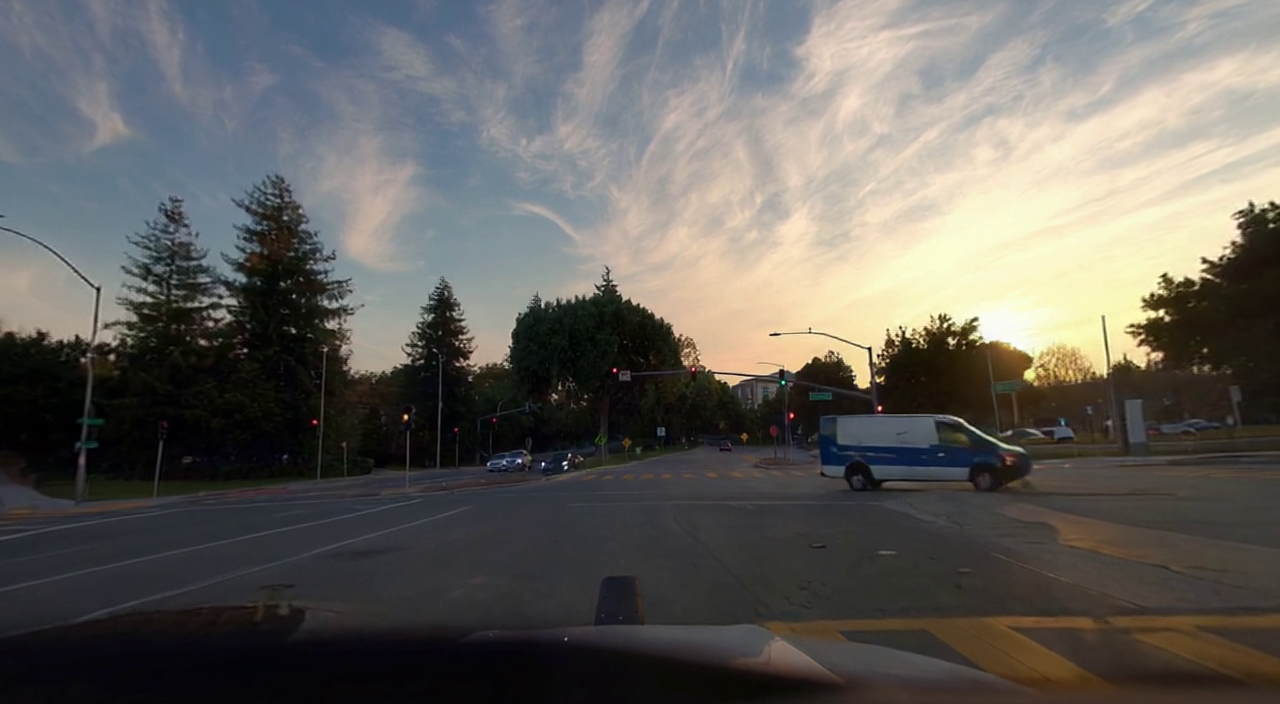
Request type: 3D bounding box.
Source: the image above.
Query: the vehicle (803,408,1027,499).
[{"bbox_3d":[8.198,3.052,19.278,5.791,2.404,2.465,-4,-9,26],"label":"vehicle"}]
